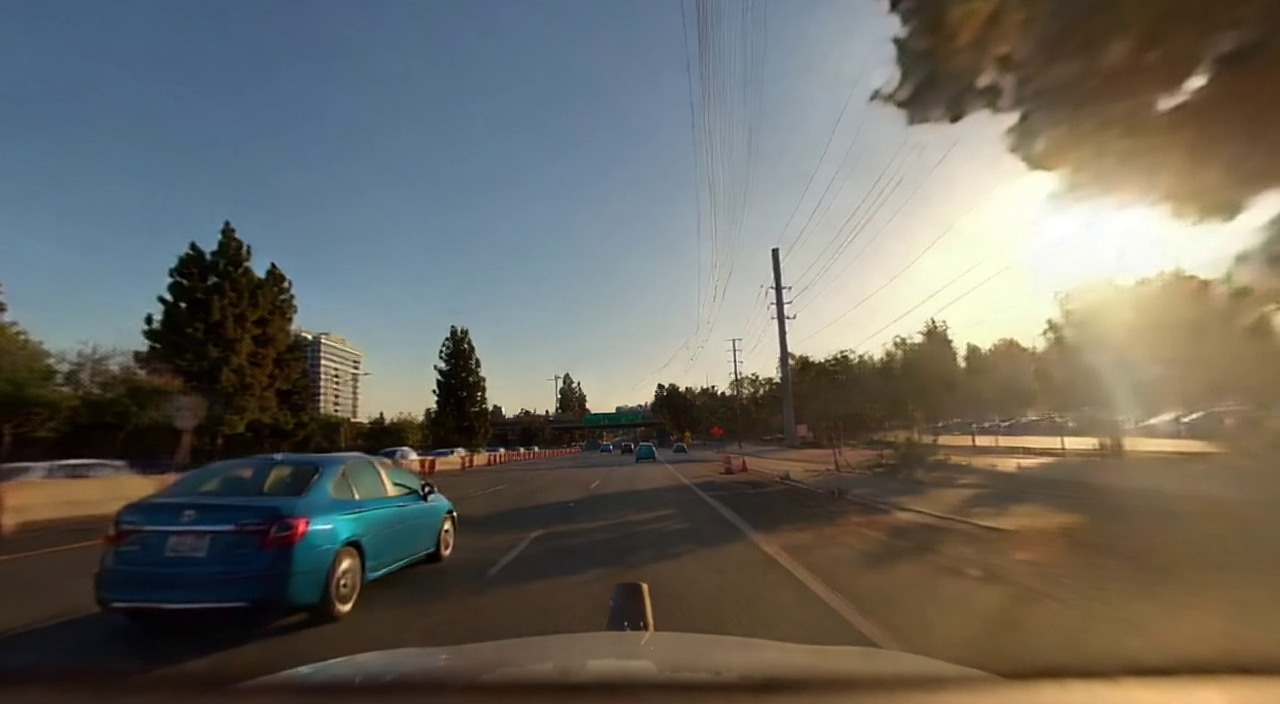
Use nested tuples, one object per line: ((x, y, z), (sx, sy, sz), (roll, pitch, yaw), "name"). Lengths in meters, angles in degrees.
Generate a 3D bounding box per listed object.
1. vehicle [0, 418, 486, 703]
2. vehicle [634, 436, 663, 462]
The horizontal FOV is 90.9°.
((-3.084, 1.450, 5.724), (2.087, 1.480, 4.825), (0, -8, 1), "vehicle")
((0.626, 7.309, 47.762), (2.060, 1.845, 4.151), (0, -8, 0), "vehicle")
